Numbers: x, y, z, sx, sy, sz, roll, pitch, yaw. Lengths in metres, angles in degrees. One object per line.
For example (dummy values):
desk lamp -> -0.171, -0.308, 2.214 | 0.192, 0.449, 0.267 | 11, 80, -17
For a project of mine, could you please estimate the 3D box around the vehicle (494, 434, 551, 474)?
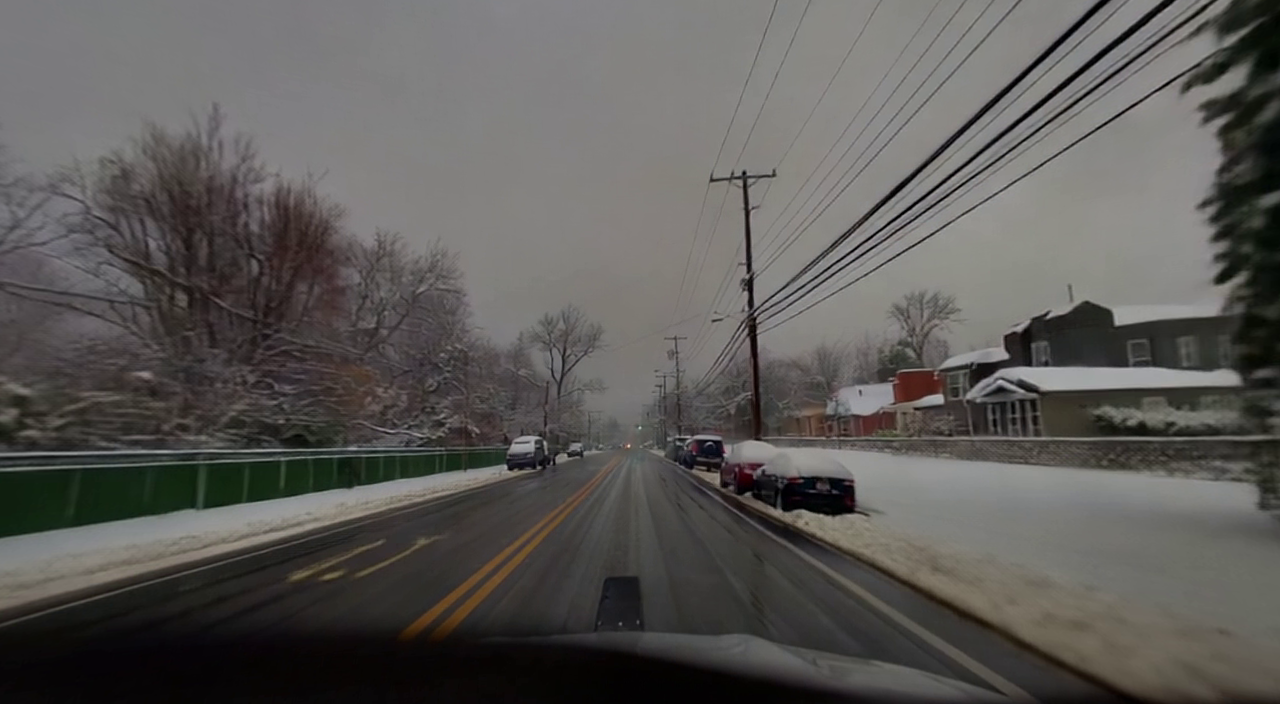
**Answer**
vehicle -> -6.764, 5.922, 36.976 | 2.268, 2.154, 5.321 | 0, -8, 0

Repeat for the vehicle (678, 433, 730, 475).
vehicle -> 3.215, 5.264, 32.848 | 2.053, 2.005, 5.495 | 0, -8, -1

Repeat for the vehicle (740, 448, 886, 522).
vehicle -> 3.547, 2.786, 13.850 | 1.984, 1.342, 4.066 | 0, -8, -1
